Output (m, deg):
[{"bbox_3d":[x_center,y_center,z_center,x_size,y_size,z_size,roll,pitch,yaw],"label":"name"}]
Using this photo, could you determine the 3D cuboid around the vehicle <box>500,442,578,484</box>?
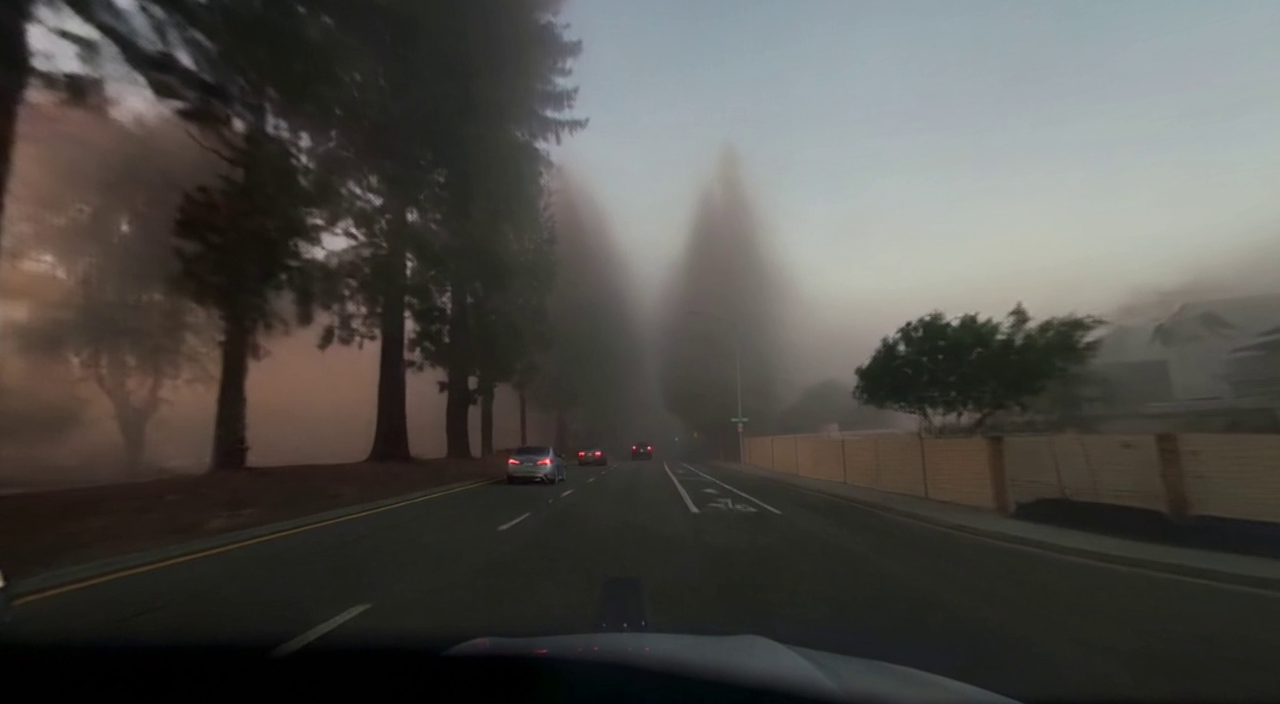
[{"bbox_3d":[-3.791,4.275,24.665,2.188,1.473,4.651,0,-8,1],"label":"vehicle"}]

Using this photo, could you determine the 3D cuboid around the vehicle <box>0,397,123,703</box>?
[{"bbox_3d":[-3.899,0.695,0.848,2.190,1.545,4.943,0,-8,0],"label":"vehicle"}]
